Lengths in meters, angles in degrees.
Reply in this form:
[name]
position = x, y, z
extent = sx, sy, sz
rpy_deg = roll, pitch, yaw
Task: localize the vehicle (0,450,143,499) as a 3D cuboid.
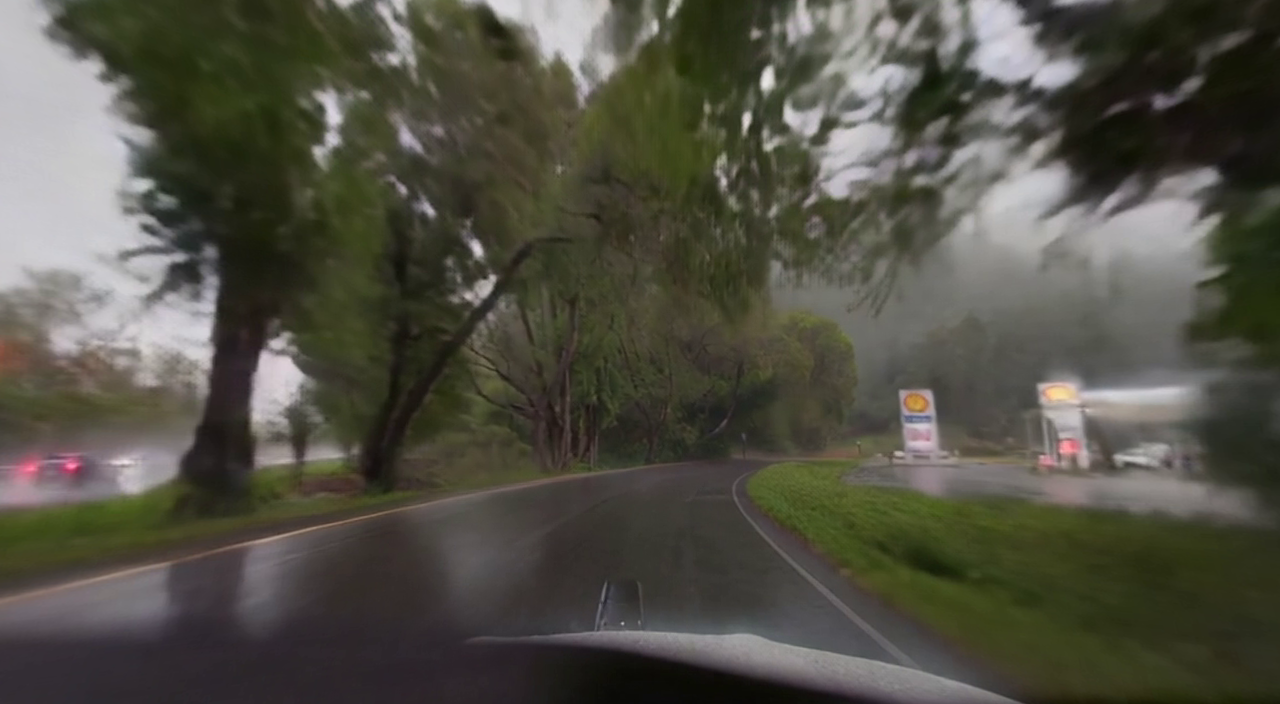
[vehicle]
position = -20.306, 4.317, 22.612
extent = 2.015, 1.517, 4.991
rpy_deg = 2, -10, -16
